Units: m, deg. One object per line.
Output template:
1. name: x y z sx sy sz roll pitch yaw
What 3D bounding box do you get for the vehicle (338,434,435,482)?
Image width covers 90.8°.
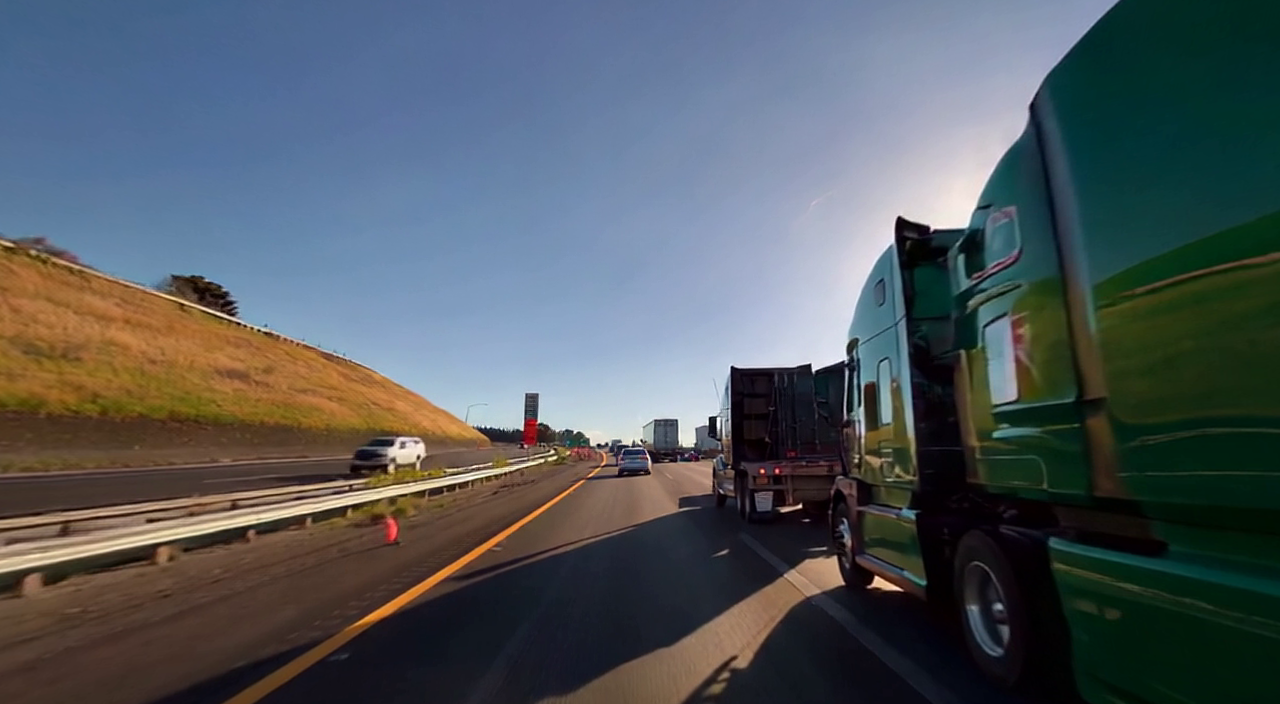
1. vehicle: -8.970 3.784 22.724 1.806 1.550 4.127 0 -9 -1

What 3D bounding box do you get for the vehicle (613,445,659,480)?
1. vehicle: -0.170 4.901 28.155 1.927 1.437 3.794 0 -9 0

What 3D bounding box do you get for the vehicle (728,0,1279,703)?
1. vehicle: 3.584 0.574 8.188 2.874 4.065 14.243 0 -9 0
